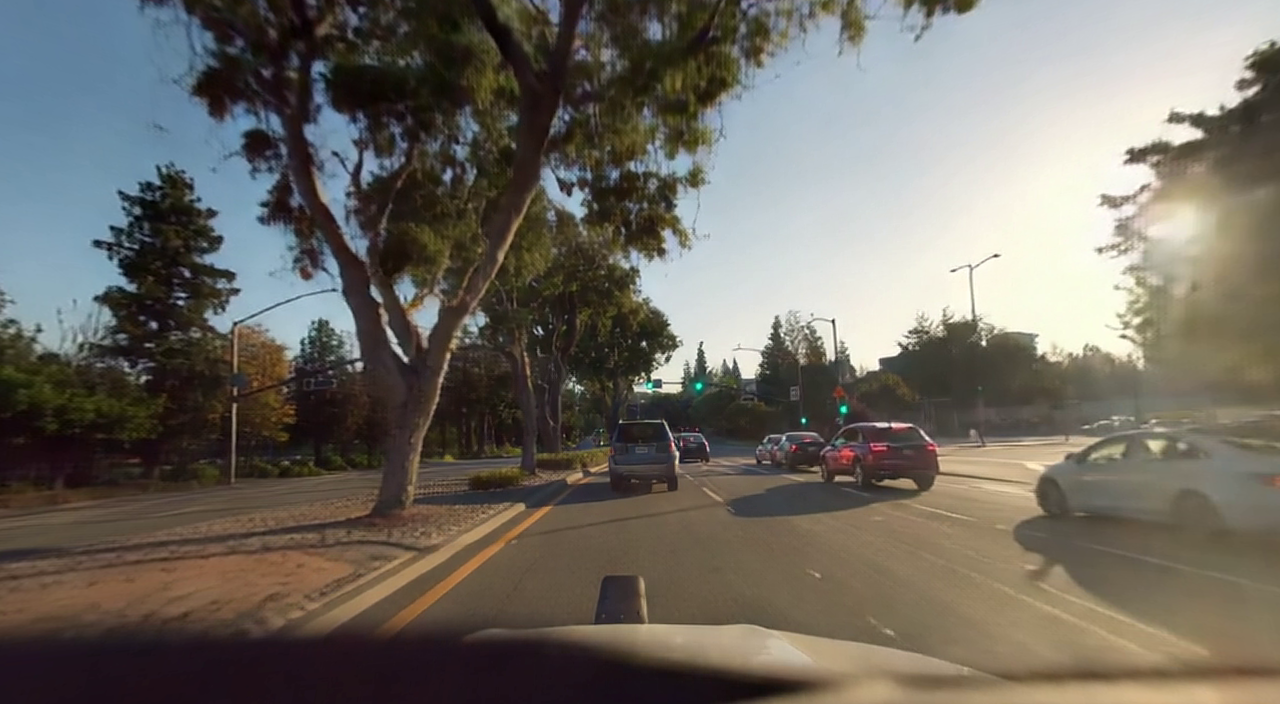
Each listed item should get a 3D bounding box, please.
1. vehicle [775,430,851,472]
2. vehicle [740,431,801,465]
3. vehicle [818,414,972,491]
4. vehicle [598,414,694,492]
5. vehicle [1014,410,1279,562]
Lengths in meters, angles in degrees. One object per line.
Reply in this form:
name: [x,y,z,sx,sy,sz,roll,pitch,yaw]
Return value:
vehicle: [7.345,4.261,27.283,2.025,1.642,4.189,0,-9,0]
vehicle: [7.341,5.482,36.181,2.440,1.775,4.791,0,-9,0]
vehicle: [7.096,2.900,18.397,2.251,1.873,5.346,0,-9,0]
vehicle: [0.148,2.813,17.682,2.353,1.894,4.122,0,-9,0]
vehicle: [7.374,1.630,8.265,2.004,1.504,4.836,0,-9,0]
